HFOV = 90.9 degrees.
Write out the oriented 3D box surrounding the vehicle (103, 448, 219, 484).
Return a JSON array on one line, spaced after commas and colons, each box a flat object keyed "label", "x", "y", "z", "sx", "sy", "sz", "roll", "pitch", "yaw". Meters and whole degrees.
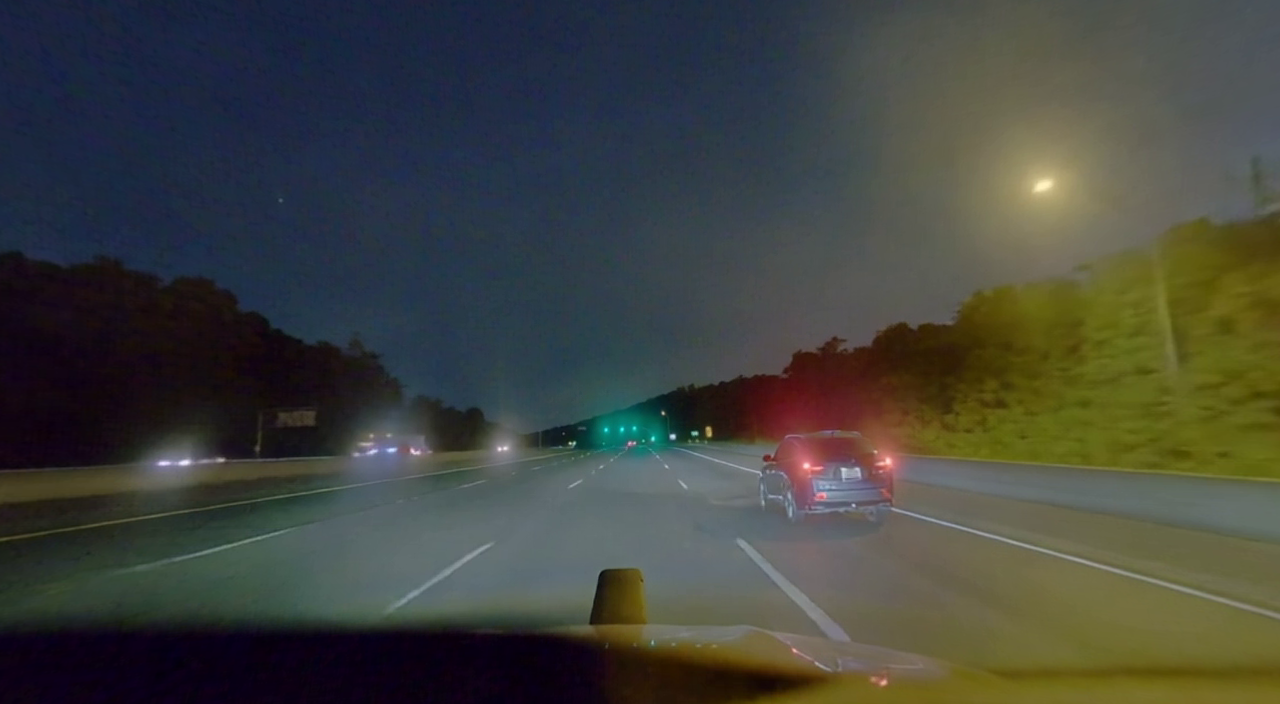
[{"label": "vehicle", "x": -20.630, "y": 4.886, "z": 27.389, "sx": 1.810, "sy": 1.416, "sz": 3.982, "roll": 0, "pitch": -8, "yaw": 2}]
